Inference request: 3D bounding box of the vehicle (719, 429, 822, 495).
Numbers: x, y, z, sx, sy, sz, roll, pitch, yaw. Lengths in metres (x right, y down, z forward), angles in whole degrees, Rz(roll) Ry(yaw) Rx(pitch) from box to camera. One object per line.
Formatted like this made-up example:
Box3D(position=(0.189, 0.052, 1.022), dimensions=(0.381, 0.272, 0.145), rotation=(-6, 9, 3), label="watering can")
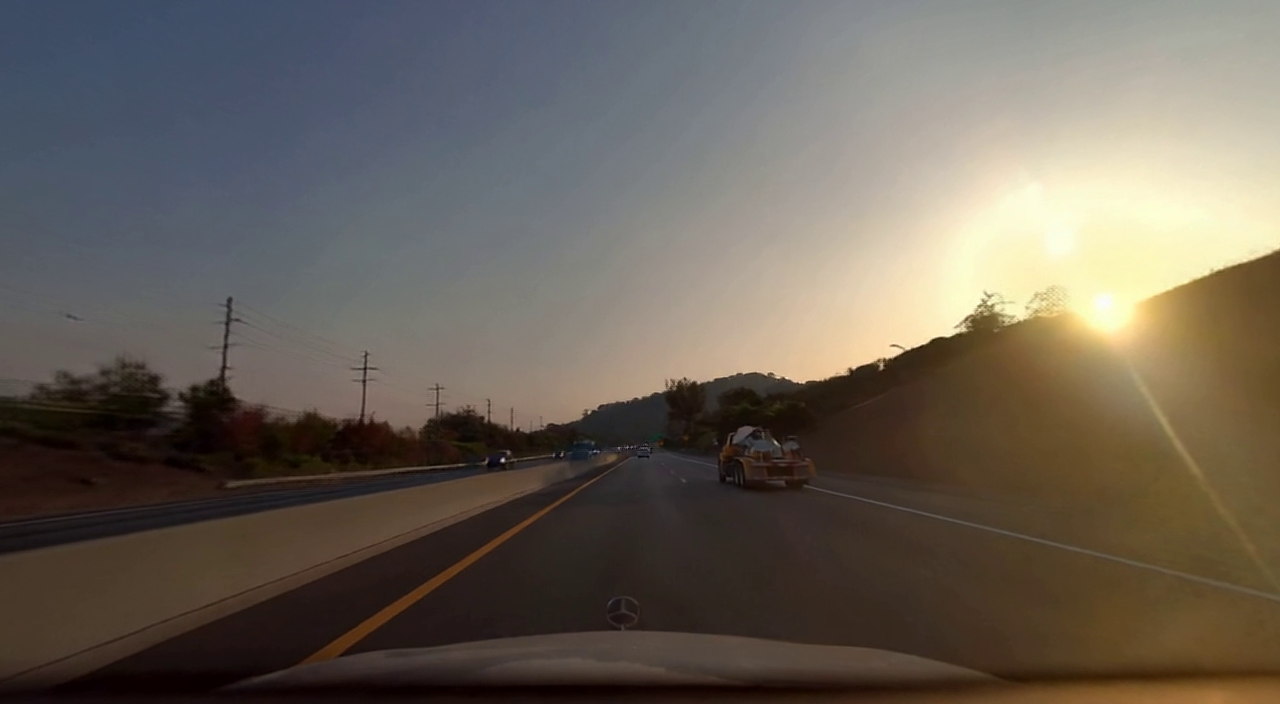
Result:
Box3D(position=(4.336, 3.782, 21.995), dimensions=(2.309, 2.003, 5.139), rotation=(0, -9, -2), label="vehicle")
